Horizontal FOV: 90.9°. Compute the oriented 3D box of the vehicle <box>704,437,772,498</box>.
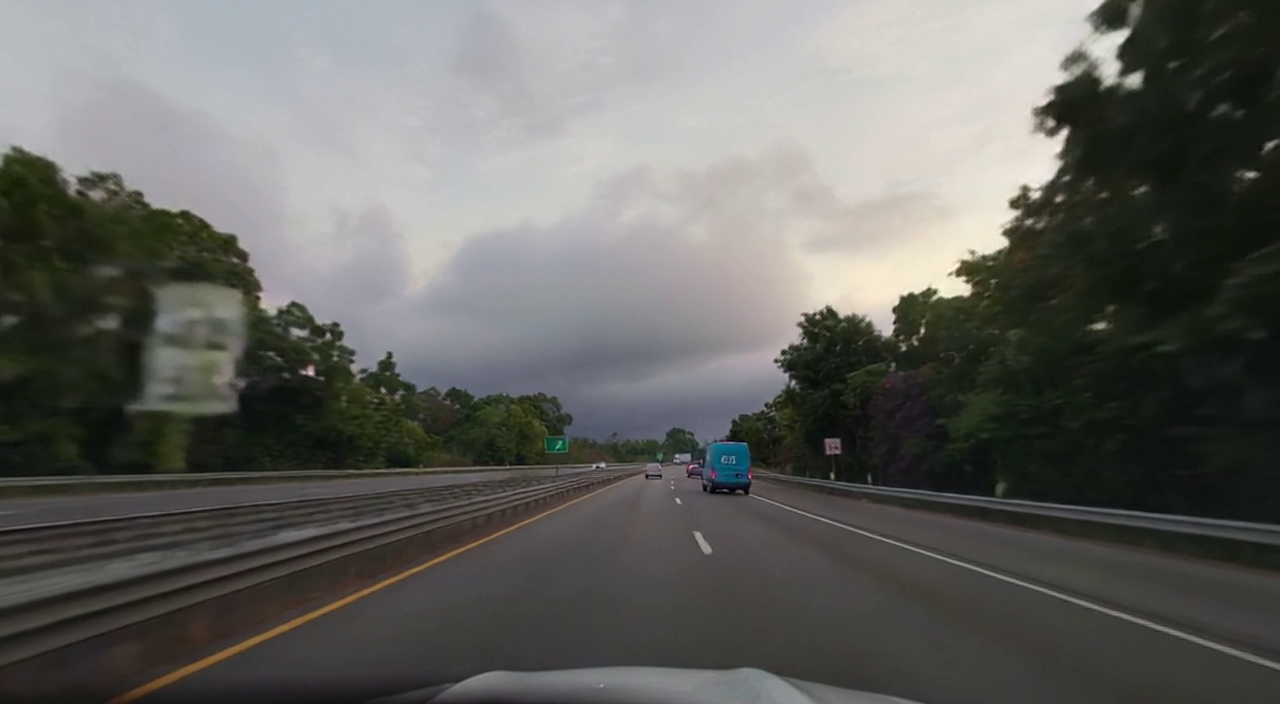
[{"bbox_3d":[4.554,5.547,30.230,2.366,2.595,5.793,1,-11,1],"label":"vehicle"}]
